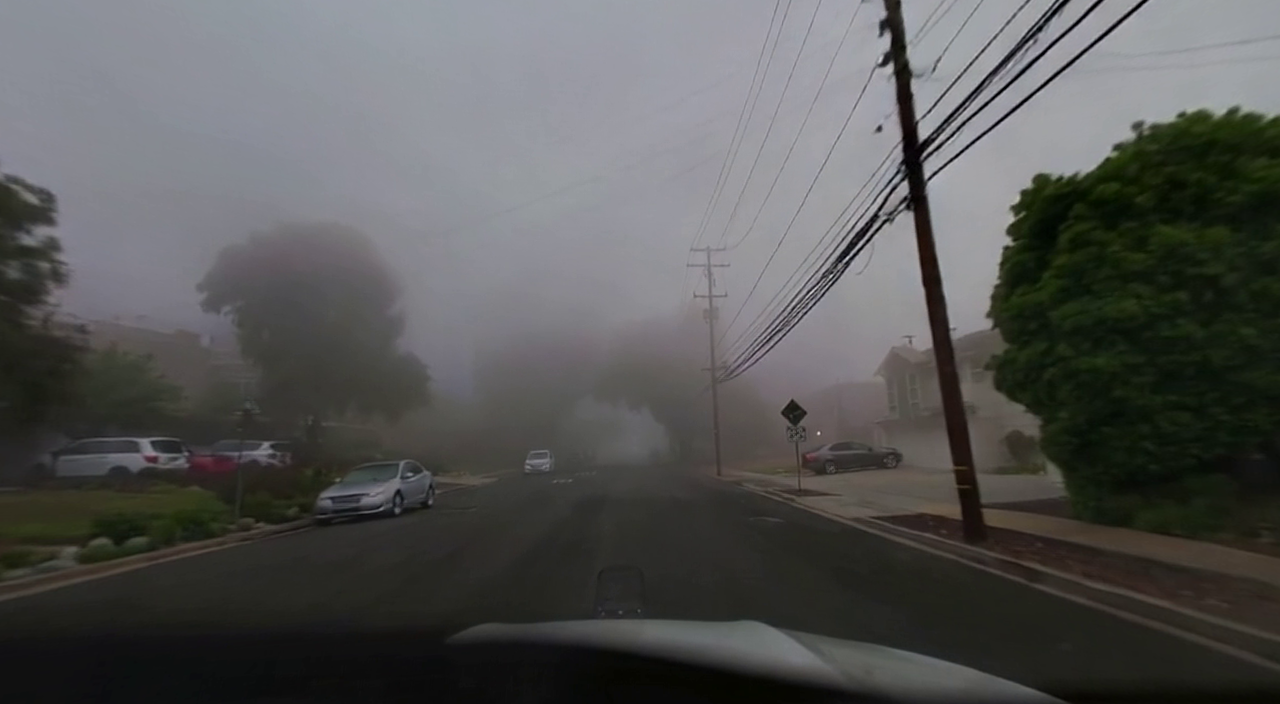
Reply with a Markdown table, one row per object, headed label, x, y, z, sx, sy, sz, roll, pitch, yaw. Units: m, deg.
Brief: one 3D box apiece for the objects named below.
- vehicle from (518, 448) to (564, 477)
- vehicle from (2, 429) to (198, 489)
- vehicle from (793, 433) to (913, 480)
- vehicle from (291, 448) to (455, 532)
| label | x | y | z | sx | sy | sz | roll | pitch | yaw |
| --- | --- | --- | --- | --- | --- | --- | --- | --- | --- |
| vehicle | -6.477 | 7.242 | 41.724 | 2.162 | 1.757 | 5.201 | -2 | -9 | 0 |
| vehicle | -17.180 | 3.424 | 20.377 | 4.123 | 1.787 | 2.194 | 2 | -9 | -10 |
| vehicle | 10.040 | 4.938 | 30.029 | 4.822 | 1.864 | 2.100 | -2 | -8 | -5 |
| vehicle | -6.203 | 3.195 | 15.365 | 2.022 | 1.550 | 4.669 | -4 | -9 | -1 |
